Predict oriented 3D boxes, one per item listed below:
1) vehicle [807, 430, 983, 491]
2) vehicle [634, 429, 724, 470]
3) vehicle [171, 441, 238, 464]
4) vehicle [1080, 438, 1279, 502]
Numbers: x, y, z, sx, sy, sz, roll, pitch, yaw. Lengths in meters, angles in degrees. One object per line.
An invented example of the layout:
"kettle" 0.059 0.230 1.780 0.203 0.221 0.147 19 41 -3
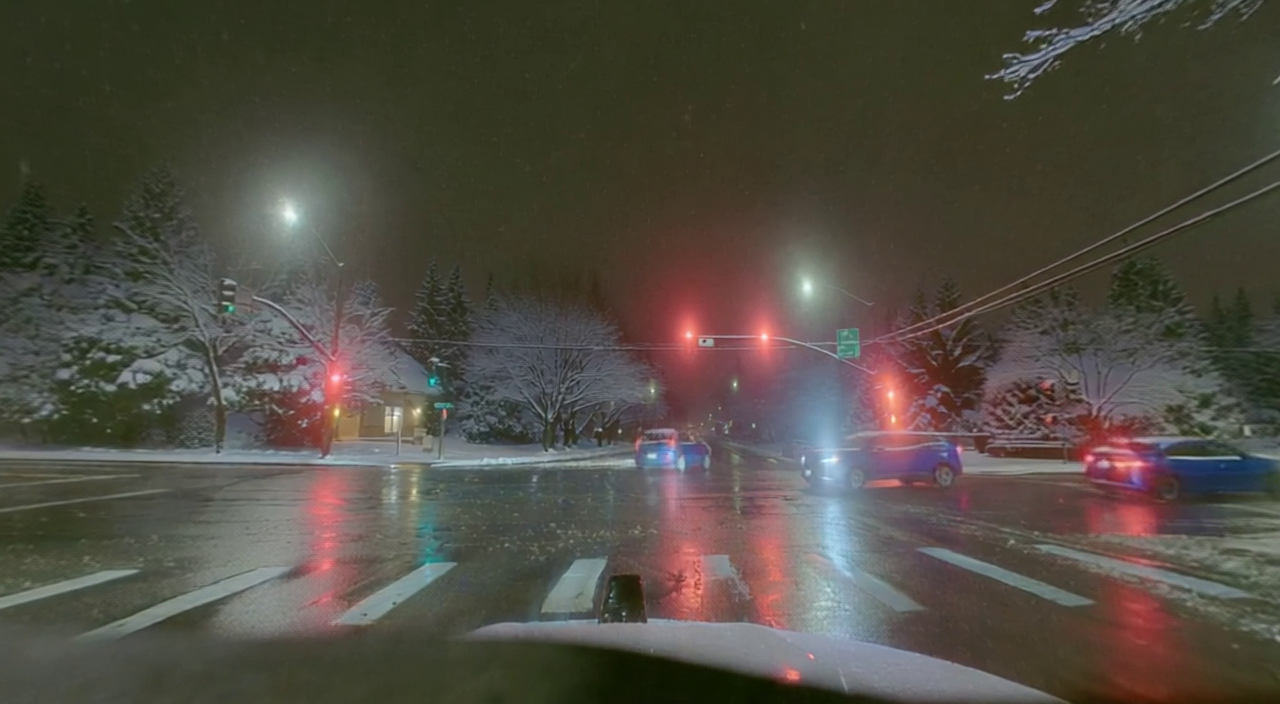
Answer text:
"vehicle" 7.941 3.394 19.842 4.580 1.768 2.134 1 -8 -7
"vehicle" 1.910 4.593 29.641 1.994 1.753 4.346 -7 -11 40
"vehicle" -29.110 6.700 42.046 1.696 1.431 3.686 -1 -8 3
"vehicle" 14.878 3.067 16.589 5.000 1.559 1.960 0 -8 -1
